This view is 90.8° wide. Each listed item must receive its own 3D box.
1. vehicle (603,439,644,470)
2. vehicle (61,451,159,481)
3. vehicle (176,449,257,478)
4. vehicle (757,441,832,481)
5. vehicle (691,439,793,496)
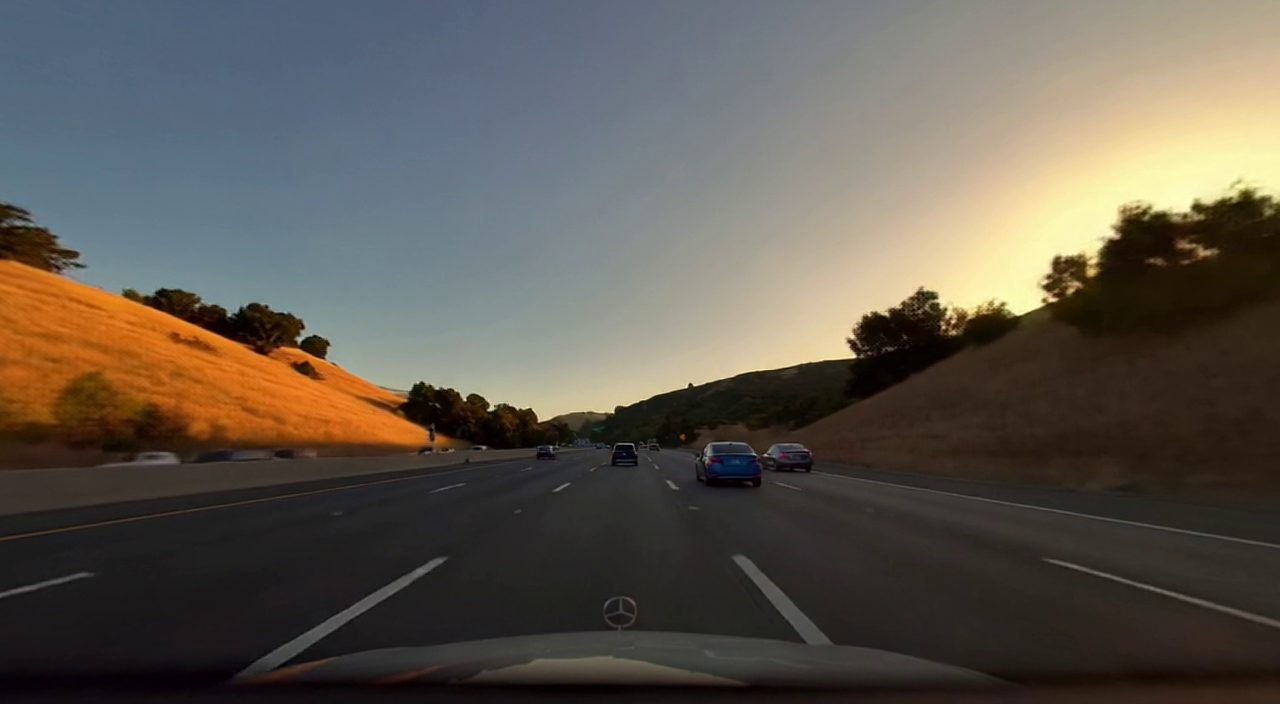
[{"bbox_3d":[-0.917,5.972,36.963,2.277,1.675,4.023,0,-8,0],"label":"vehicle"},{"bbox_3d":[-33.726,7.241,40.418,1.899,1.763,5.026,0,-8,0],"label":"vehicle"},{"bbox_3d":[-29.843,7.840,44.758,2.091,1.799,5.192,0,-8,0],"label":"vehicle"},{"bbox_3d":[6.156,4.386,25.670,1.845,1.452,4.352,0,-8,-2],"label":"vehicle"},{"bbox_3d":[2.883,3.388,19.024,2.120,1.492,4.734,0,-8,-2],"label":"vehicle"}]
